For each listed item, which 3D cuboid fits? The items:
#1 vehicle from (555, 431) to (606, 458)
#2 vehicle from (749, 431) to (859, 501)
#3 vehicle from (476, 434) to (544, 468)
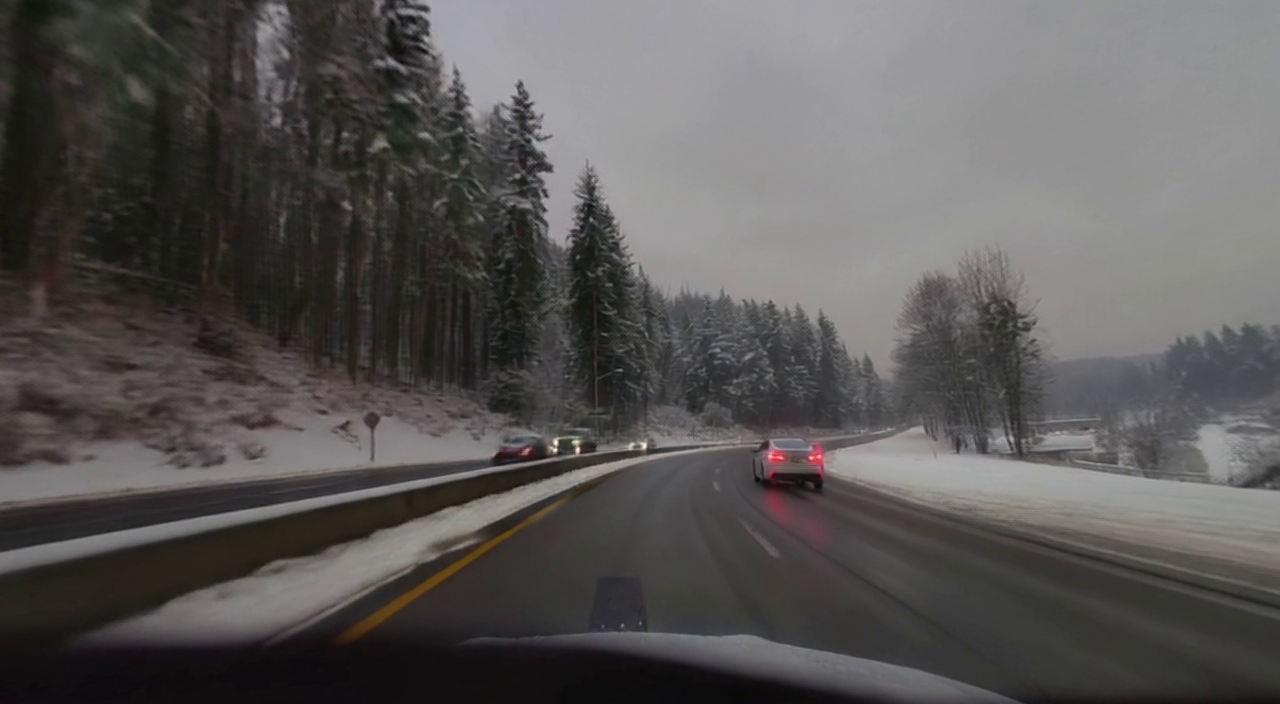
[{"bbox_3d":[-4.054,6.415,43.670,2.222,1.768,4.699,-1,-9,11],"label":"vehicle"},{"bbox_3d":[4.421,3.137,17.796,2.112,1.708,4.380,0,-8,3],"label":"vehicle"},{"bbox_3d":[-6.143,4.738,30.320,1.814,1.508,4.342,-1,-8,8],"label":"vehicle"}]
